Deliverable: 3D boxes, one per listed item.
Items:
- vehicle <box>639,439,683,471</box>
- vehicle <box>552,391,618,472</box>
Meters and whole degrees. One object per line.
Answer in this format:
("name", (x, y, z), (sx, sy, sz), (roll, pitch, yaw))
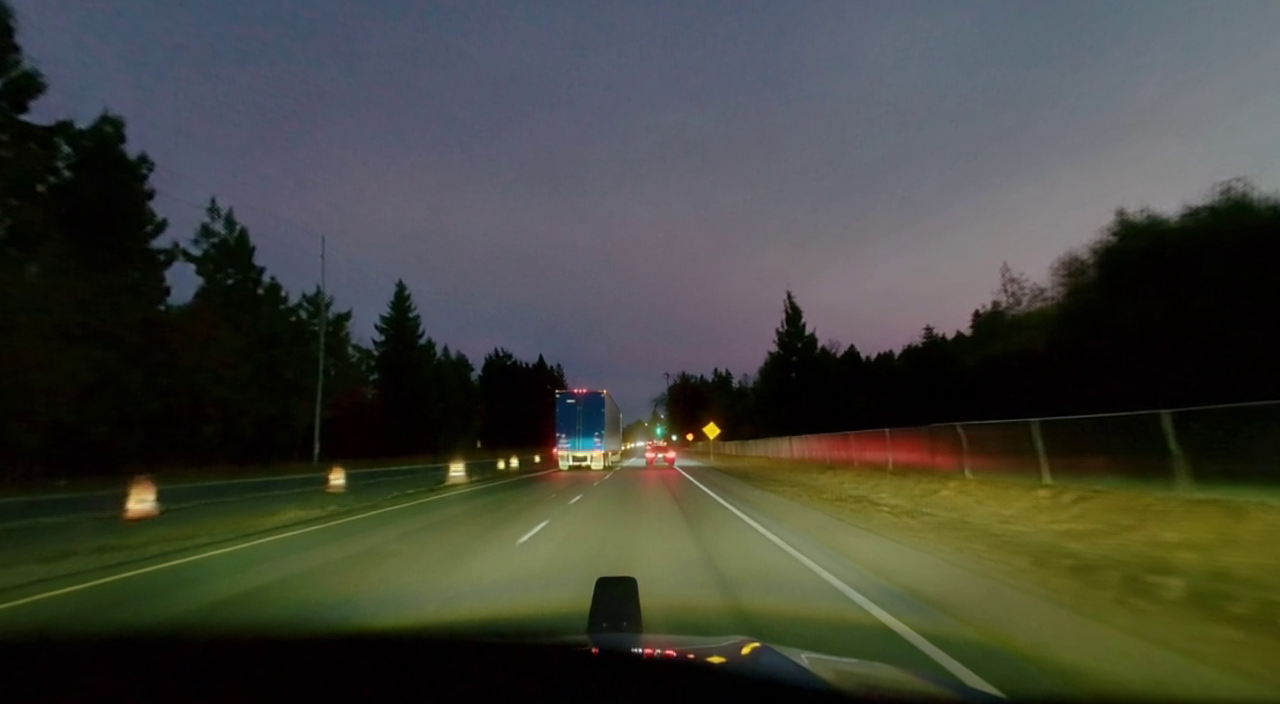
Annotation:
("vehicle", (1.128, 5.759, 35.586), (2.304, 1.675, 4.462), (0, -8, 0))
("vehicle", (-3.078, 5.200, 40.091), (2.906, 4.115, 15.715), (0, -8, -1))
